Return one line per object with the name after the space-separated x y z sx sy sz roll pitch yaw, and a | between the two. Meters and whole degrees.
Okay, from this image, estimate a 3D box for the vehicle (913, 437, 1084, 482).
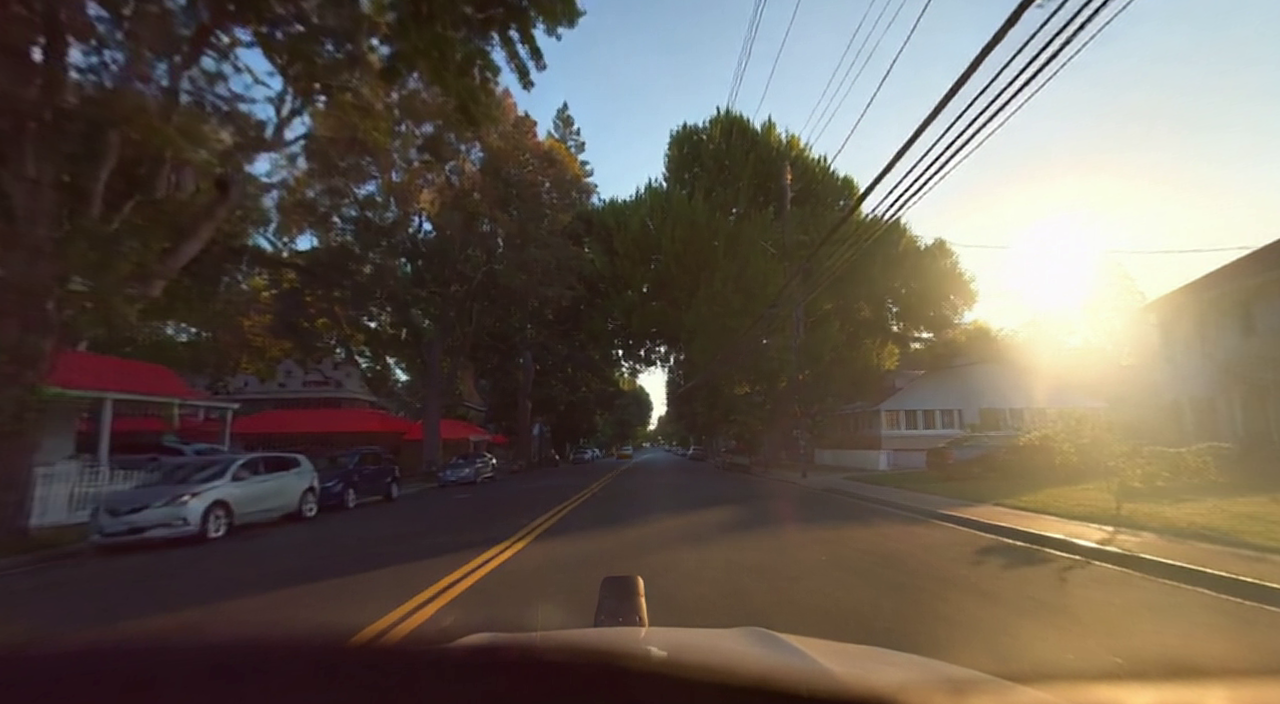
12.399 3.728 22.150 4.716 1.480 2.023 0 -8 2 | vehicle

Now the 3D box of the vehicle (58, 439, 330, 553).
-8.227 2.621 12.373 1.975 1.775 4.509 0 -8 1 | vehicle

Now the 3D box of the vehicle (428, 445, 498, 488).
-7.982 5.172 28.953 1.970 1.785 4.274 0 -8 0 | vehicle

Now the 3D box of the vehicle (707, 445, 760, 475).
5.198 6.047 35.693 2.052 1.476 4.438 -2 -8 -3 | vehicle

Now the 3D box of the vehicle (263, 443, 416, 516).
-8.062 3.412 17.488 1.913 1.723 4.318 -1 -8 3 | vehicle
